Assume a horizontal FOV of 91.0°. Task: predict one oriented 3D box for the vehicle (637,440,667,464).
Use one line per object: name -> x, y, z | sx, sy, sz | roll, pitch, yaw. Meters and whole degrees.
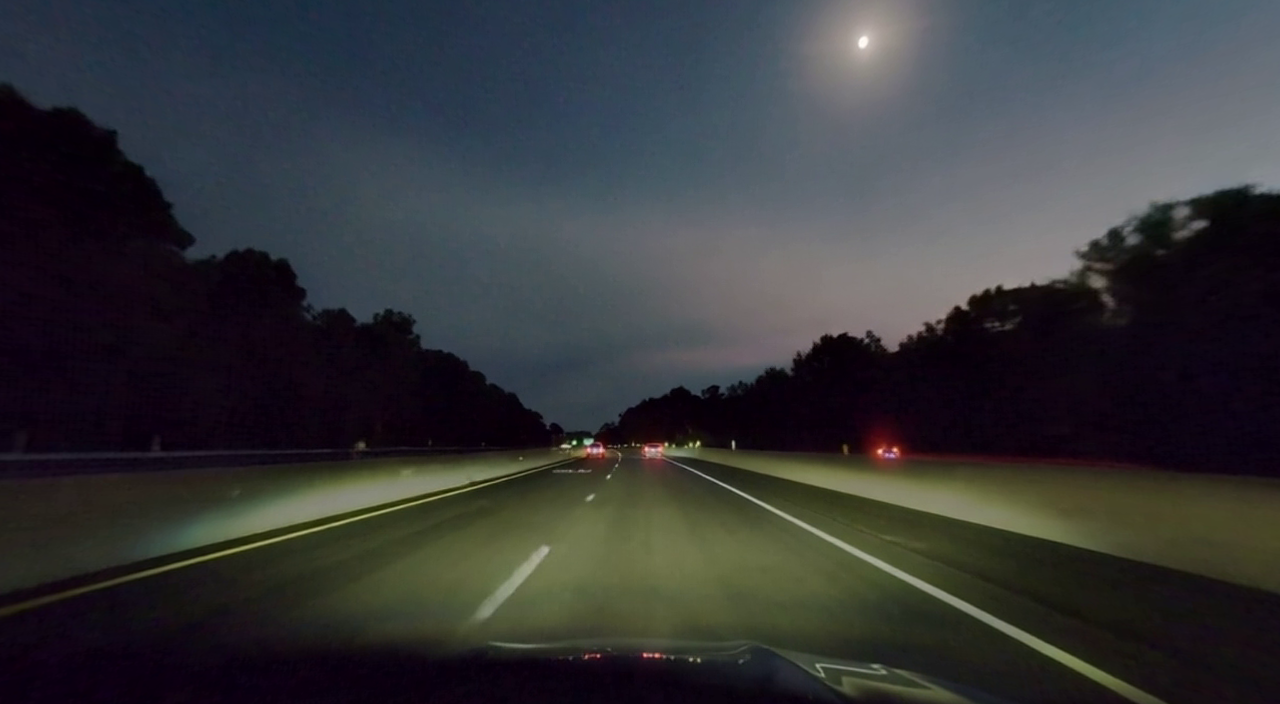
vehicle -> 0.791, 6.951, 43.921 | 1.966, 1.542, 3.979 | 0, -8, -1
